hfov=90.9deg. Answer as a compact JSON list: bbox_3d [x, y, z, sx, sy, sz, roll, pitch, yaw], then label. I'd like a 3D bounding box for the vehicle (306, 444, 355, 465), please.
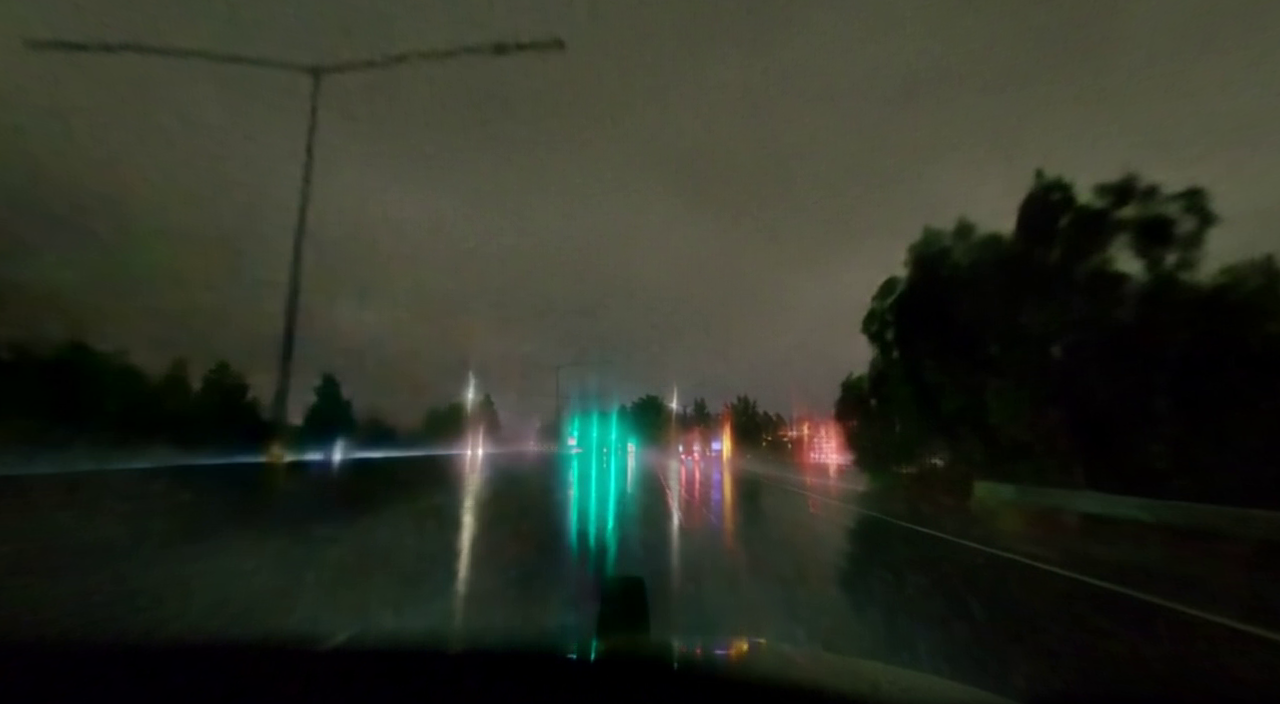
[{"bbox_3d":[-23.523,7.789,48.082,1.914,1.457,3.812,0,-9,-1],"label":"vehicle"}]
